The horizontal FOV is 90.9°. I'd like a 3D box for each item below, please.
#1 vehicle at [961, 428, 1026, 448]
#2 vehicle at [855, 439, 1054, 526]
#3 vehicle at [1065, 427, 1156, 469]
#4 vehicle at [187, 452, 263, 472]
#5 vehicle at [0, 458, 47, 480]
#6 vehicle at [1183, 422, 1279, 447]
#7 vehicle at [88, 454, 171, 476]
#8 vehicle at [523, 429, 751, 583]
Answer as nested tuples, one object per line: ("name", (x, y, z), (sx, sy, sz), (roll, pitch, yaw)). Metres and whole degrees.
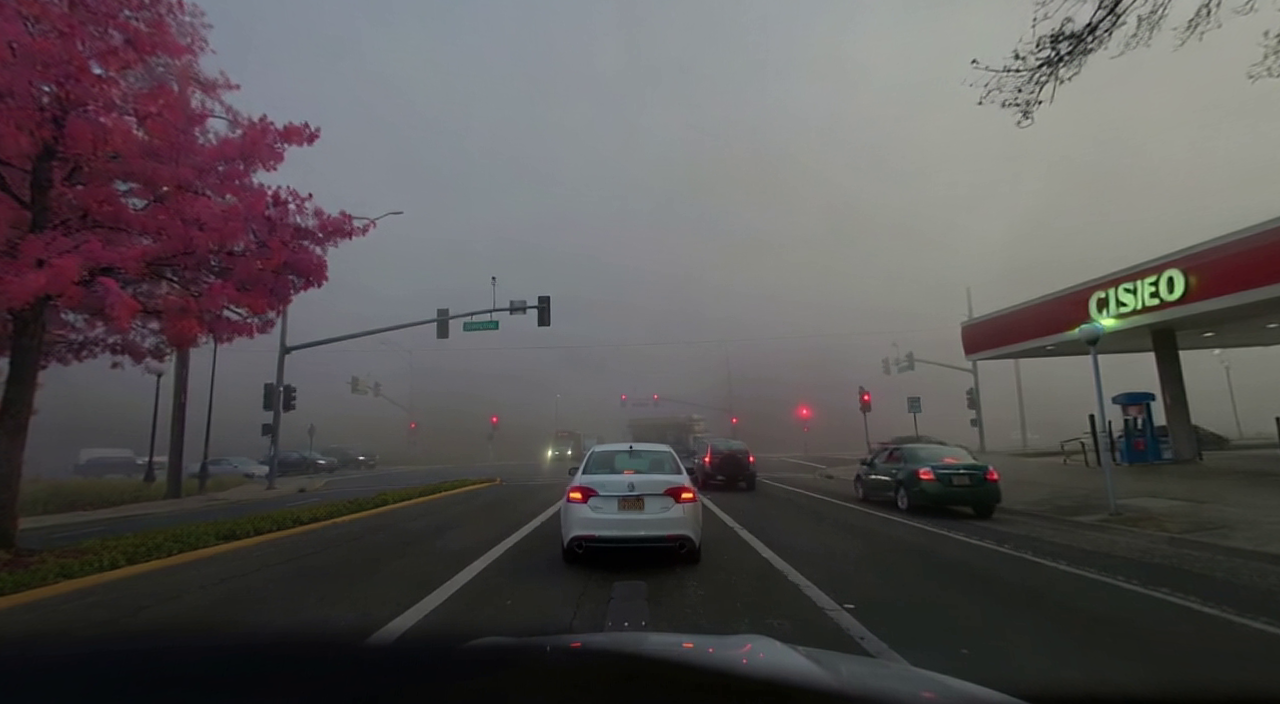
("vehicle", (27.730, 6.783, 49.539), (3.968, 1.572, 1.740), (0, -8, 2))
("vehicle", (6.311, 2.638, 13.373), (1.942, 1.511, 4.390), (0, -8, 0))
("vehicle", (18.576, 3.755, 24.814), (4.300, 1.495, 2.053), (8, -12, -44))
("vehicle", (-30.882, 8.178, 46.958), (4.466, 1.438, 1.837), (-1, -8, 5))
("vehicle", (-44.680, 8.220, 44.245), (4.368, 1.419, 1.959), (-1, -8, 7))
("vehicle", (42.520, 5.955, 45.340), (4.664, 1.728, 2.171), (-1, -8, 5))
("vehicle", (-36.488, 8.069, 45.074), (4.609, 1.465, 1.944), (-2, -8, 11))
("vehicle", (-0.051, 1.800, 8.228), (2.213, 1.482, 4.057), (0, -8, -1))
